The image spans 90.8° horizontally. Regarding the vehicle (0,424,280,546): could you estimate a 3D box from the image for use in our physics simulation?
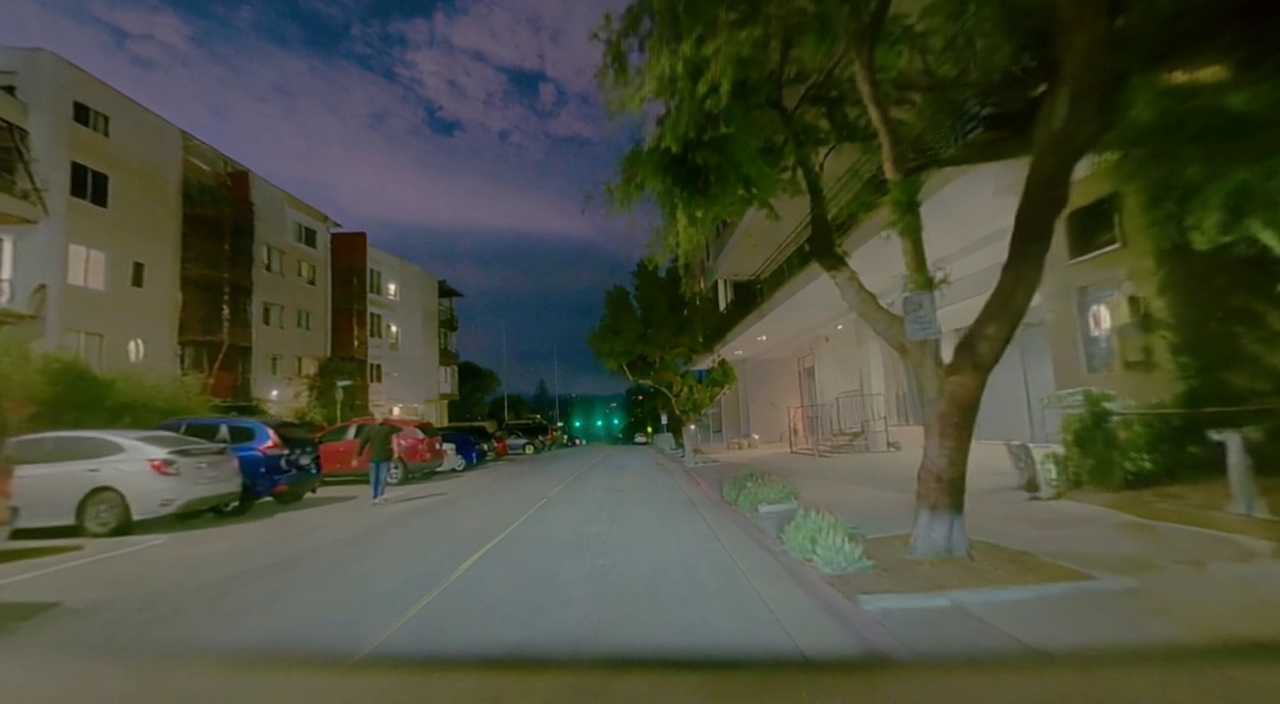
[{"bbox_3d":[-7.703,1.850,9.084,3.908,1.544,1.789,0,-8,-1],"label":"vehicle"}]

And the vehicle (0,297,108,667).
[{"bbox_3d":[-7.045,0.788,3.599,5.592,2.439,2.515,0,-8,-1],"label":"vehicle"}]

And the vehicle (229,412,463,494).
[{"bbox_3d":[-7.503,2.631,16.571,4.981,1.975,2.296,-1,-8,3],"label":"vehicle"}]
